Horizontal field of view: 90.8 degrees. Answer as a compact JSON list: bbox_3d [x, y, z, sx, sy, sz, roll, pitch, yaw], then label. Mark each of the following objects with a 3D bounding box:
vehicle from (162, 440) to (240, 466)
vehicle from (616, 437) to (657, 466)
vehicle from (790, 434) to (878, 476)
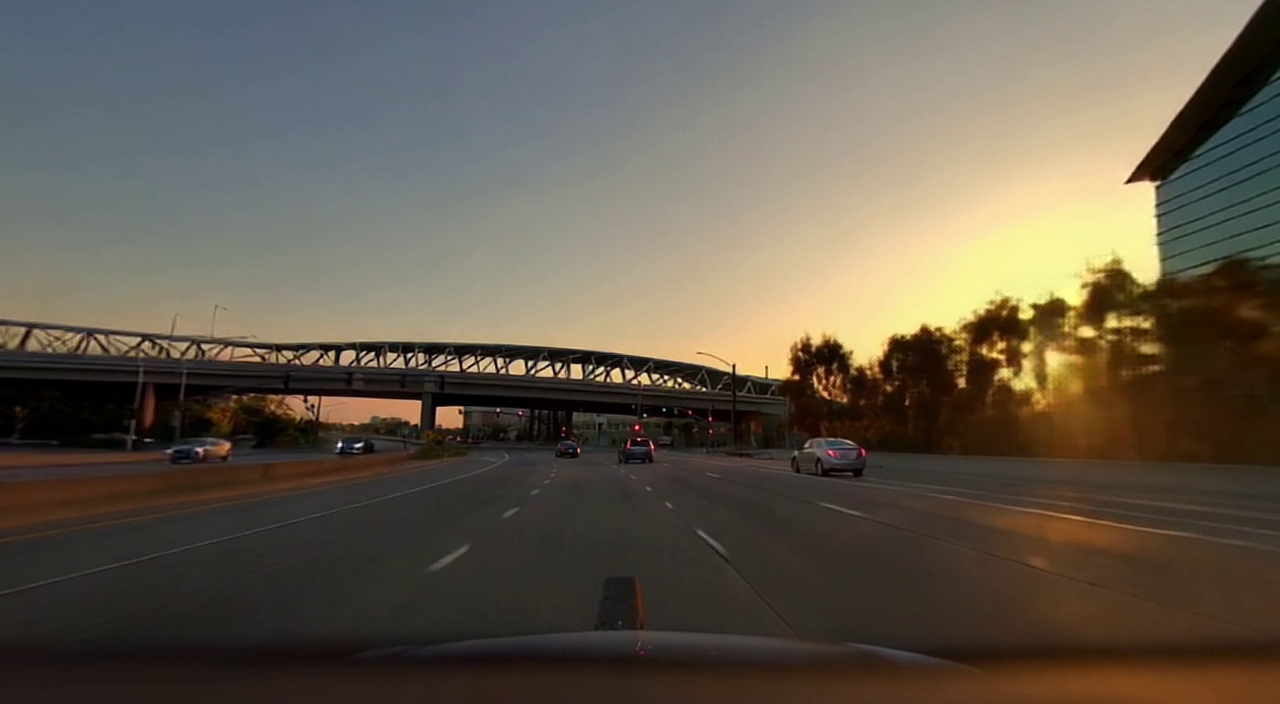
[{"bbox_3d":[-27.490,6.343,39.766,2.006,1.506,4.769,1,-9,-8],"label":"vehicle"},{"bbox_3d":[-0.296,6.289,40.128,2.024,1.724,3.928,1,-9,-9],"label":"vehicle"},{"bbox_3d":[8.637,4.614,28.587,2.130,1.741,4.665,1,-8,-5],"label":"vehicle"}]
